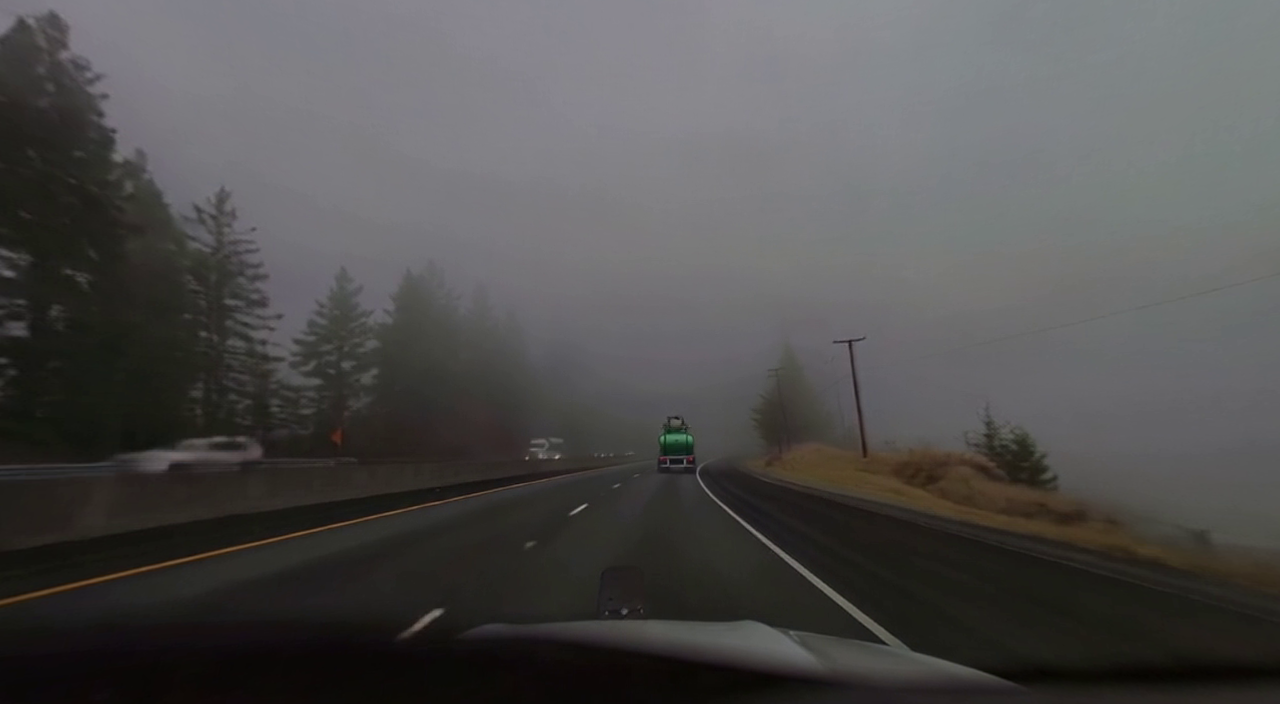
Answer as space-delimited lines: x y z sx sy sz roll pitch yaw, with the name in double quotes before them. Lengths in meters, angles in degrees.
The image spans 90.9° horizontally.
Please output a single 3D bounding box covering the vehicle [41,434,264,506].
"vehicle" -13.030 3.147 17.402 2.175 1.685 4.797 0 -8 2
